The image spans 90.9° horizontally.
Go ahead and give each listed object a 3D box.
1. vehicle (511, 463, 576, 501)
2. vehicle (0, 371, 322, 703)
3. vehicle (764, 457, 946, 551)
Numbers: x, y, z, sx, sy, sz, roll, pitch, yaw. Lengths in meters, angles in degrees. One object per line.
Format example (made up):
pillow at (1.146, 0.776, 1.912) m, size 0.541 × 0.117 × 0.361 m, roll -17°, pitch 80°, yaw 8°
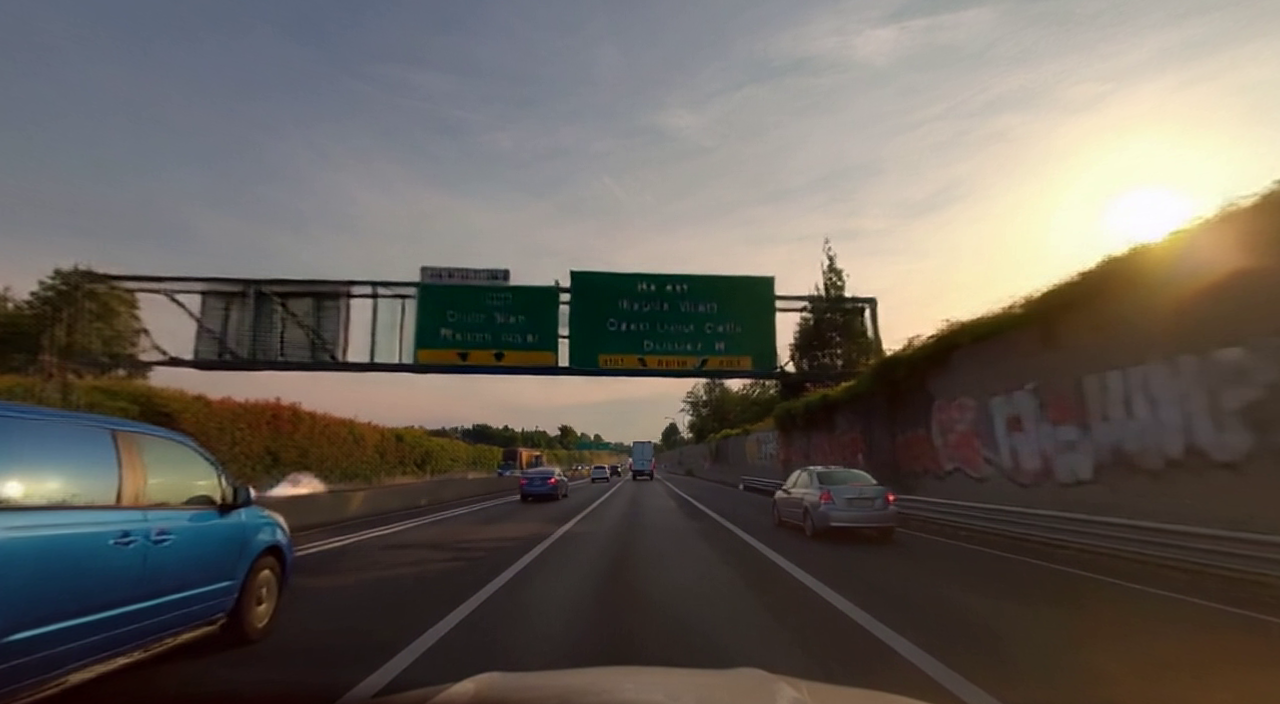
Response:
vehicle at (-4.005, 5.484, 26.863) m, size 2.054 × 1.443 × 4.131 m, roll 0°, pitch -10°, yaw 0°
vehicle at (-3.414, 0.889, 2.410) m, size 2.004 × 1.610 × 4.508 m, roll 1°, pitch -10°, yaw 0°
vehicle at (3.834, 2.809, 12.151) m, size 1.917 × 1.458 × 4.199 m, roll 1°, pitch -10°, yaw -2°
